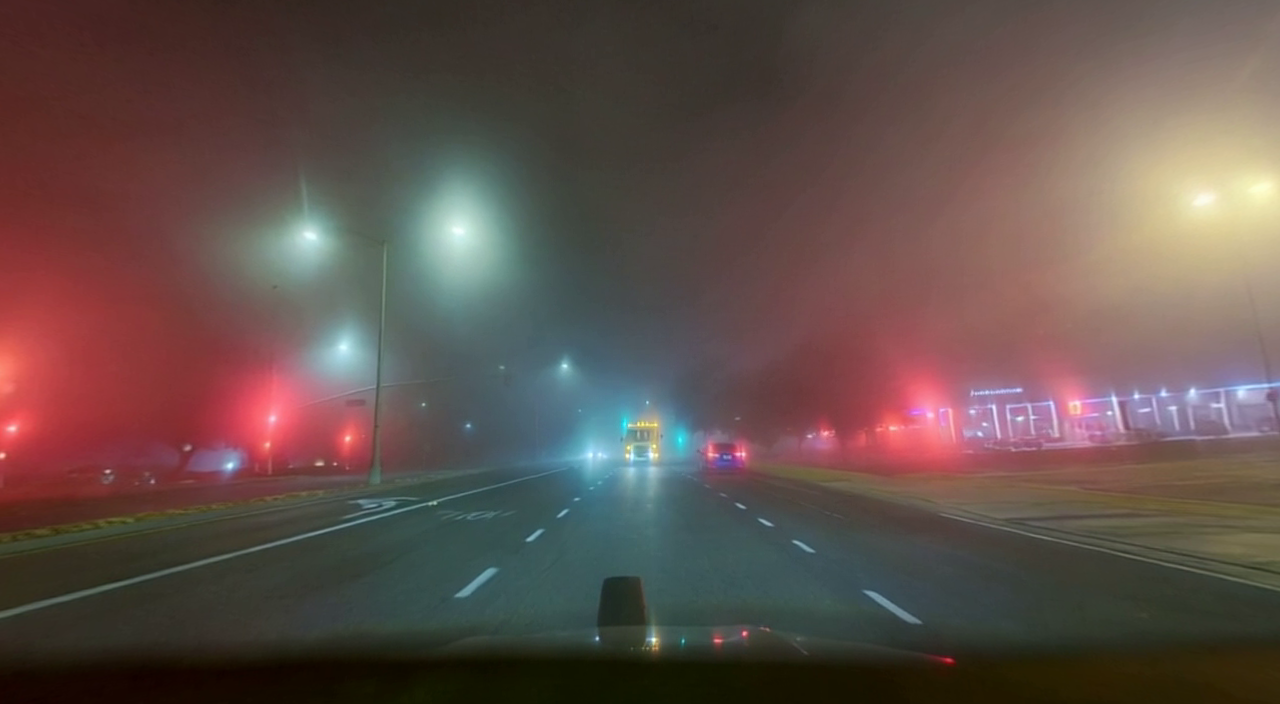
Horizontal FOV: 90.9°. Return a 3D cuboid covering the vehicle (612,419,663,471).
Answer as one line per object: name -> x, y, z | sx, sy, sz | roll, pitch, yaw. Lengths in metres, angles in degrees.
vehicle -> -0.161, 5.672, 38.451 | 2.833, 2.879, 6.572 | 0, -8, 0

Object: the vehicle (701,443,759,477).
vehicle -> 4.229, 5.140, 30.336 | 2.005, 1.442, 4.675 | 0, -8, -1
